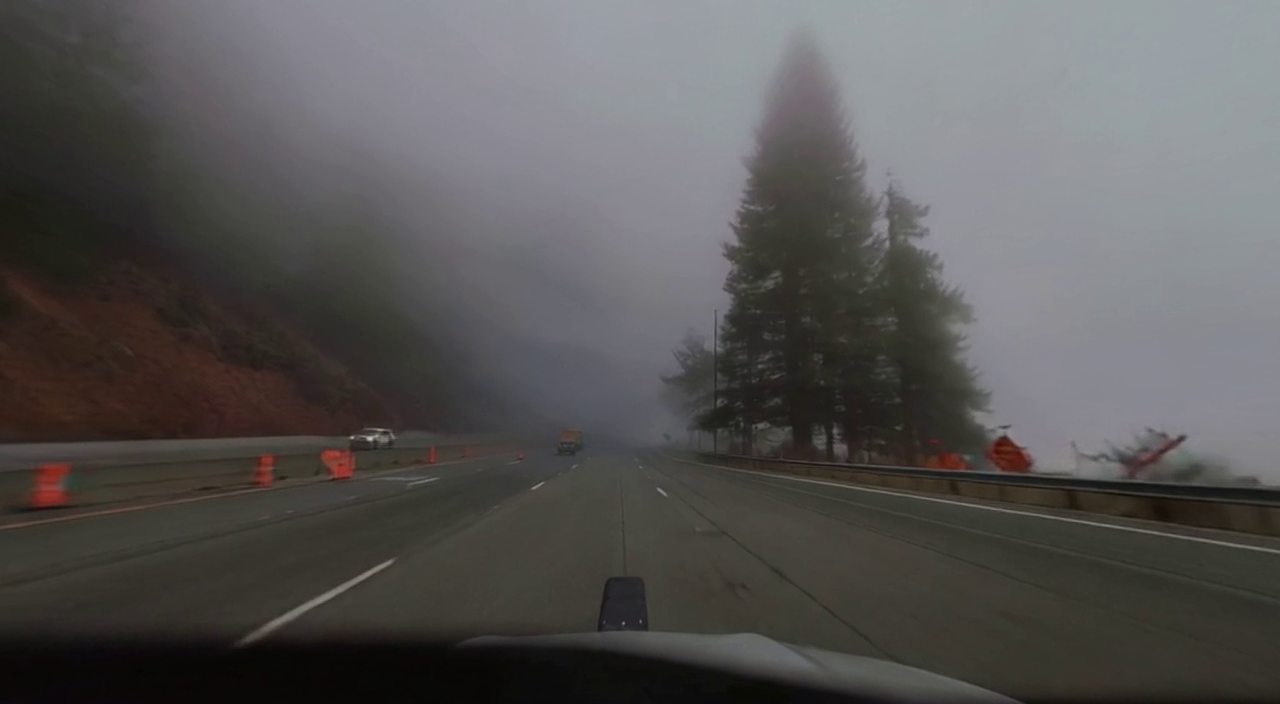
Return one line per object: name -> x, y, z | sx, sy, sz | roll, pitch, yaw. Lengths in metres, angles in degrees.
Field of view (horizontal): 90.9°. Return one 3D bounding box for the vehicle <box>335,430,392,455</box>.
vehicle -> -19.527, 6.432, 44.723 | 1.952, 1.661, 4.651 | 0, -9, 0
